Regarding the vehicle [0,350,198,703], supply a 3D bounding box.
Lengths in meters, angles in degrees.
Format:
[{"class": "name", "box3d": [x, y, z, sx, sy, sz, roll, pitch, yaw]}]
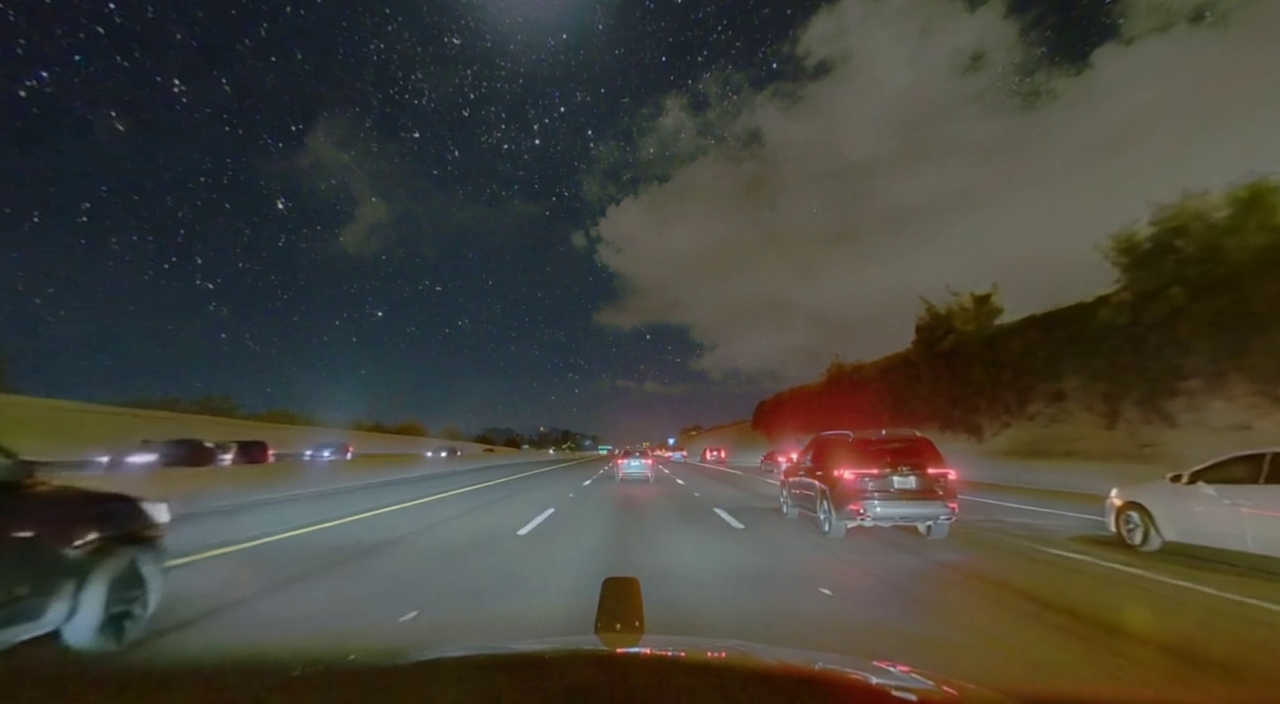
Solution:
[{"class": "vehicle", "box3d": [-4.222, 0.699, 1.846, 2.218, 1.776, 5.031, 0, -9, 0]}]

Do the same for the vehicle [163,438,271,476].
[{"class": "vehicle", "box3d": [-21.444, 5.354, 32.359, 2.163, 1.774, 4.928, 0, -9, -1]}]

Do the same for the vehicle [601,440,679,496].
[{"class": "vehicle", "box3d": [-0.051, 3.419, 18.900, 2.098, 1.475, 3.997, 0, -9, -1]}]

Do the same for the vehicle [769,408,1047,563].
[{"class": "vehicle", "box3d": [3.631, 1.921, 9.816, 2.162, 1.800, 4.693, 0, -9, -1]}]

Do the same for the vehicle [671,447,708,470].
[{"class": "vehicle", "box3d": [3.303, 7.232, 43.186, 1.998, 1.490, 4.296, 0, -9, -2]}]

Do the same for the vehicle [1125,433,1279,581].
[{"class": "vehicle", "box3d": [7.366, 1.511, 6.070, 1.872, 1.469, 4.414, 0, -9, 0]}]
